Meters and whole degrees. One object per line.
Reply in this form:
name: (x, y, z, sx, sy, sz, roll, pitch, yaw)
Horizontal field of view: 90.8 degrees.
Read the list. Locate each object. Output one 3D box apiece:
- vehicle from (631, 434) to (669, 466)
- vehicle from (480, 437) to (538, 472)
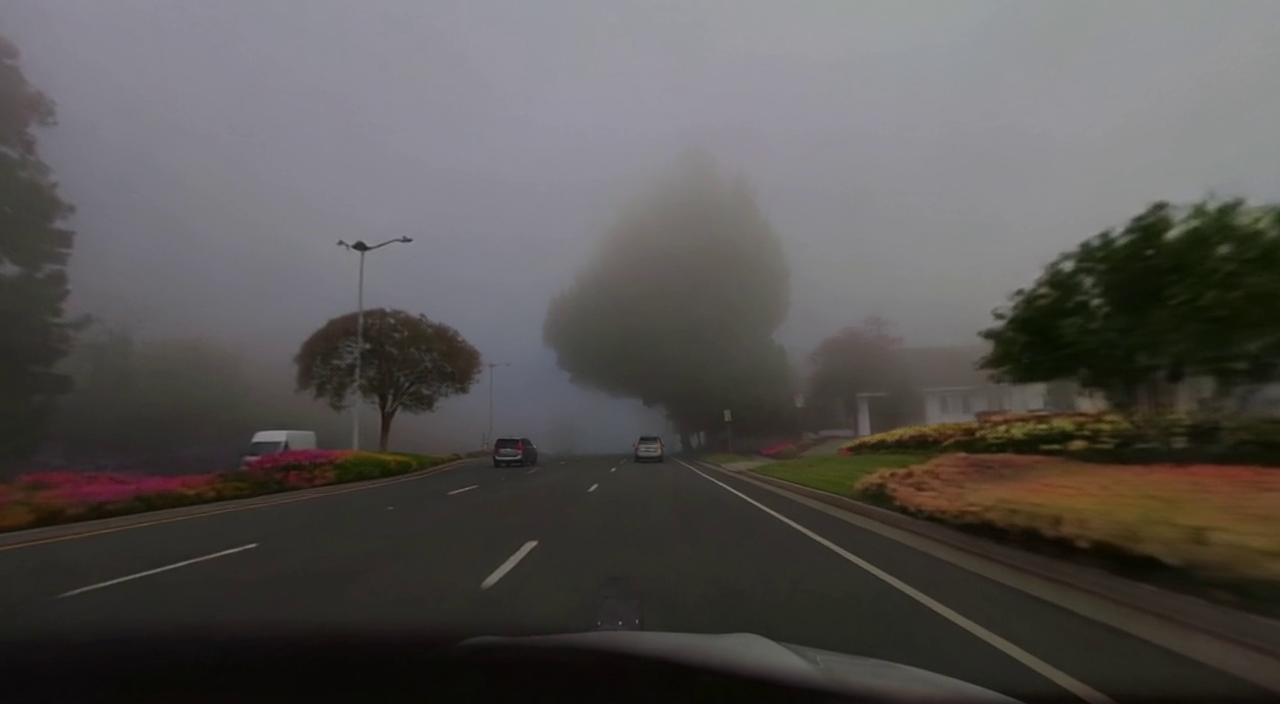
vehicle: (0.579, 5.785, 37.336, 2.070, 1.764, 4.552, 0, -8, 0)
vehicle: (-6.679, 5.266, 32.714, 1.993, 1.657, 4.487, -1, -8, 1)
